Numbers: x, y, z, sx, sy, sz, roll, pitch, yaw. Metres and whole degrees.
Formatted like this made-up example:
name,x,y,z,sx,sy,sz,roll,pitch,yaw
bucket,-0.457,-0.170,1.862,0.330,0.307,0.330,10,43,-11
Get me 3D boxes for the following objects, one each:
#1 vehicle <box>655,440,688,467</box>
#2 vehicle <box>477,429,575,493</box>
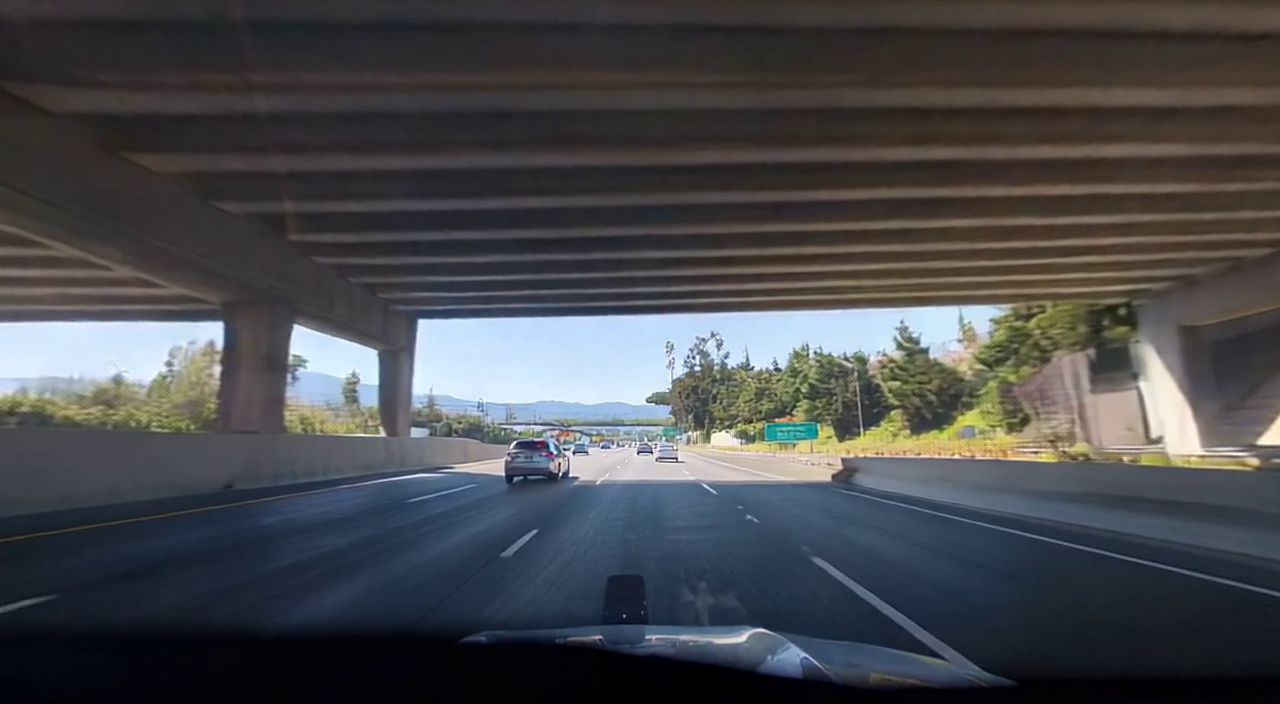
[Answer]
name,x,y,z,sx,sy,sz,roll,pitch,yaw
vehicle,1.991,6.532,40.714,2.023,1.589,4.030,-1,-8,1
vehicle,-3.441,3.405,19.988,2.214,1.759,4.435,-1,-8,1
